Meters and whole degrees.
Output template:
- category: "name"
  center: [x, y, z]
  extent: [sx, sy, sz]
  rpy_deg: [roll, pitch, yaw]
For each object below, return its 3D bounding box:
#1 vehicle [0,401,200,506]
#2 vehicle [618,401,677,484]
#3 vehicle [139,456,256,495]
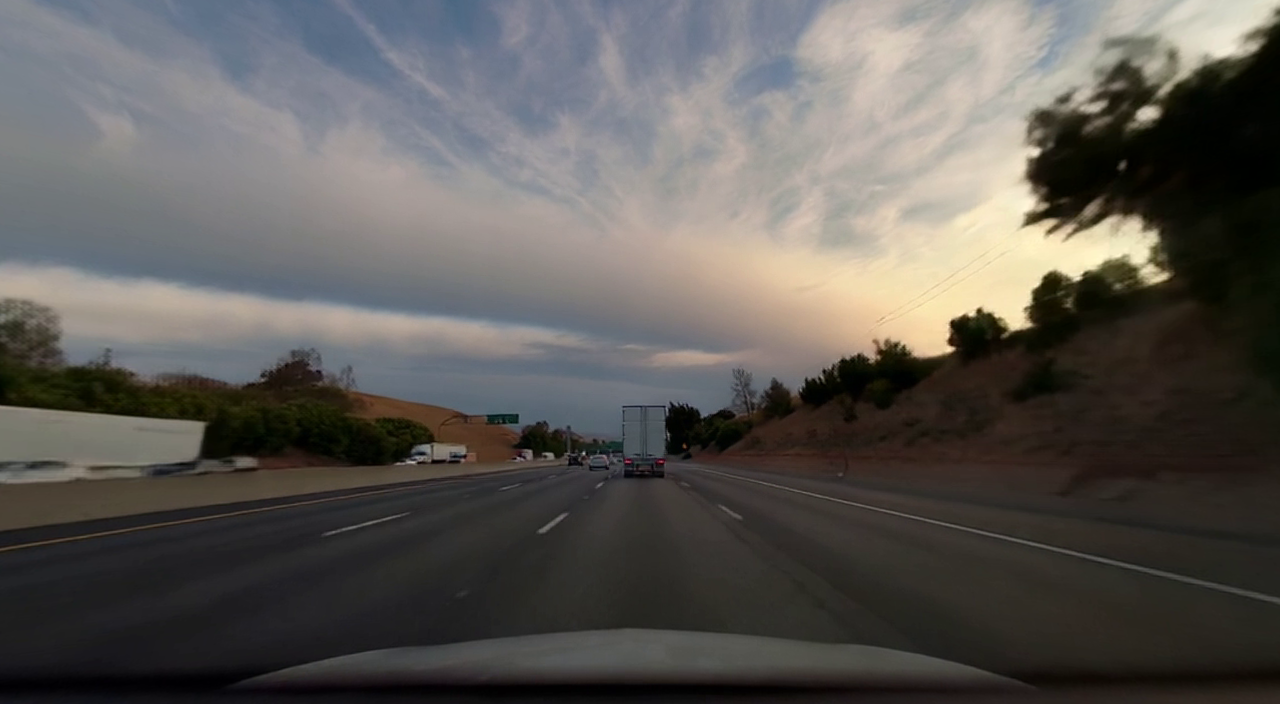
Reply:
- category: "vehicle"
  center: [-26.024, 4.490, 27.982]
  extent: [2.846, 3.978, 13.837]
  rpy_deg: [0, -9, 1]
- category: "vehicle"
  center: [0.237, 5.419, 37.163]
  extent: [2.875, 4.056, 12.312]
  rpy_deg: [0, -9, -1]
- category: "vehicle"
  center: [-18.628, 5.202, 26.802]
  extent: [1.810, 1.486, 4.269]
  rpy_deg: [0, -9, 1]
